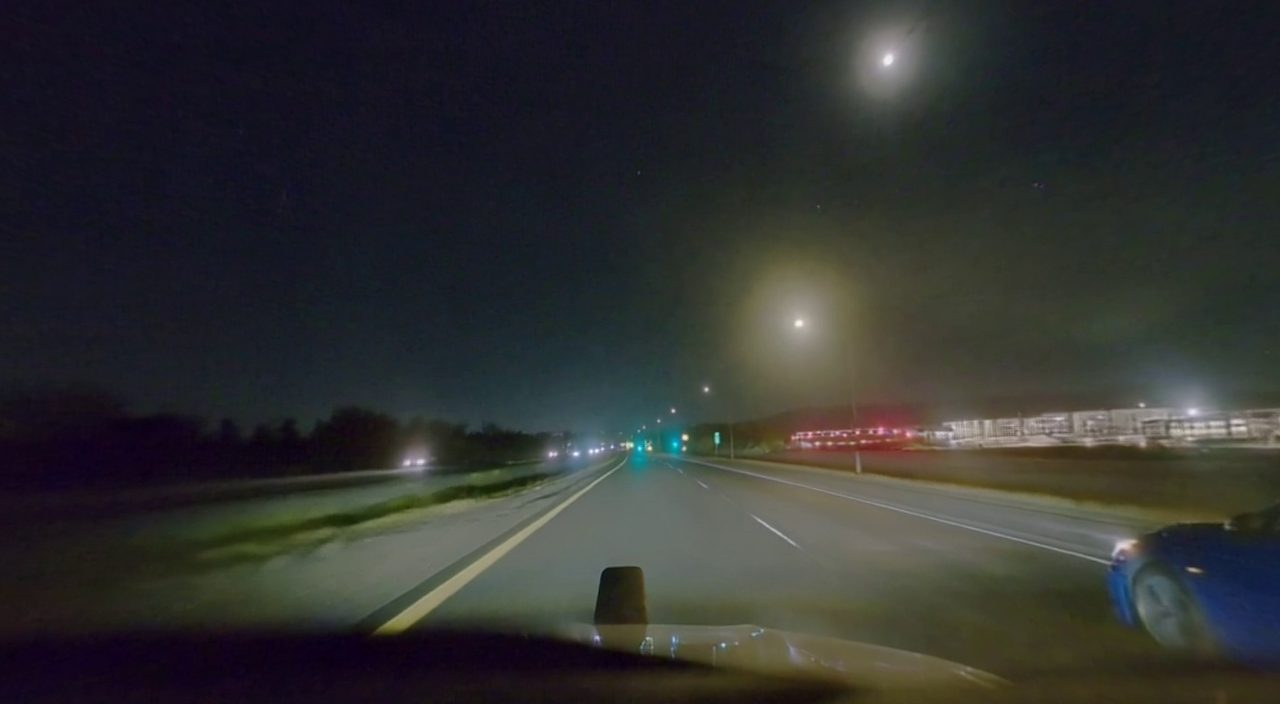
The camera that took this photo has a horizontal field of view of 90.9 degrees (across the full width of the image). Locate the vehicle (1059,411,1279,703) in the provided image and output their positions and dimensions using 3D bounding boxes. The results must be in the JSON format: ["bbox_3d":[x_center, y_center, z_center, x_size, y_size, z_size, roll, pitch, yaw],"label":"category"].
[{"bbox_3d":[4.257,0.929,2.390,2.053,1.490,4.799,0,-8,0],"label":"vehicle"}]
